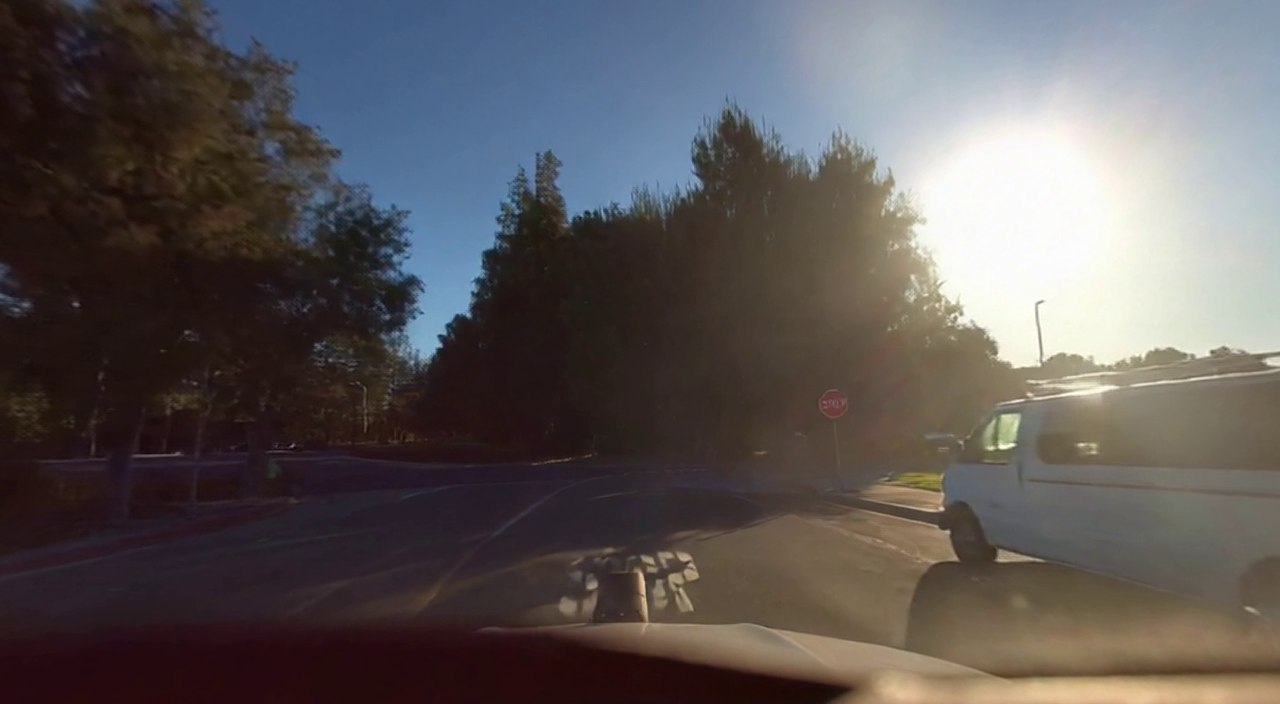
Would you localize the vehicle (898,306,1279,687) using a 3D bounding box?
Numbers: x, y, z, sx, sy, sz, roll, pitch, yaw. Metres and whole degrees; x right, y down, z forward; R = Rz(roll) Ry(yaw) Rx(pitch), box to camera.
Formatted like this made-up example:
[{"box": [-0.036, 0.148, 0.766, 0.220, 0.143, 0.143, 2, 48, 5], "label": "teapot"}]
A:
[{"box": [5.016, 1.106, 5.470, 2.659, 2.245, 5.991, 1, -8, -4], "label": "vehicle"}]
